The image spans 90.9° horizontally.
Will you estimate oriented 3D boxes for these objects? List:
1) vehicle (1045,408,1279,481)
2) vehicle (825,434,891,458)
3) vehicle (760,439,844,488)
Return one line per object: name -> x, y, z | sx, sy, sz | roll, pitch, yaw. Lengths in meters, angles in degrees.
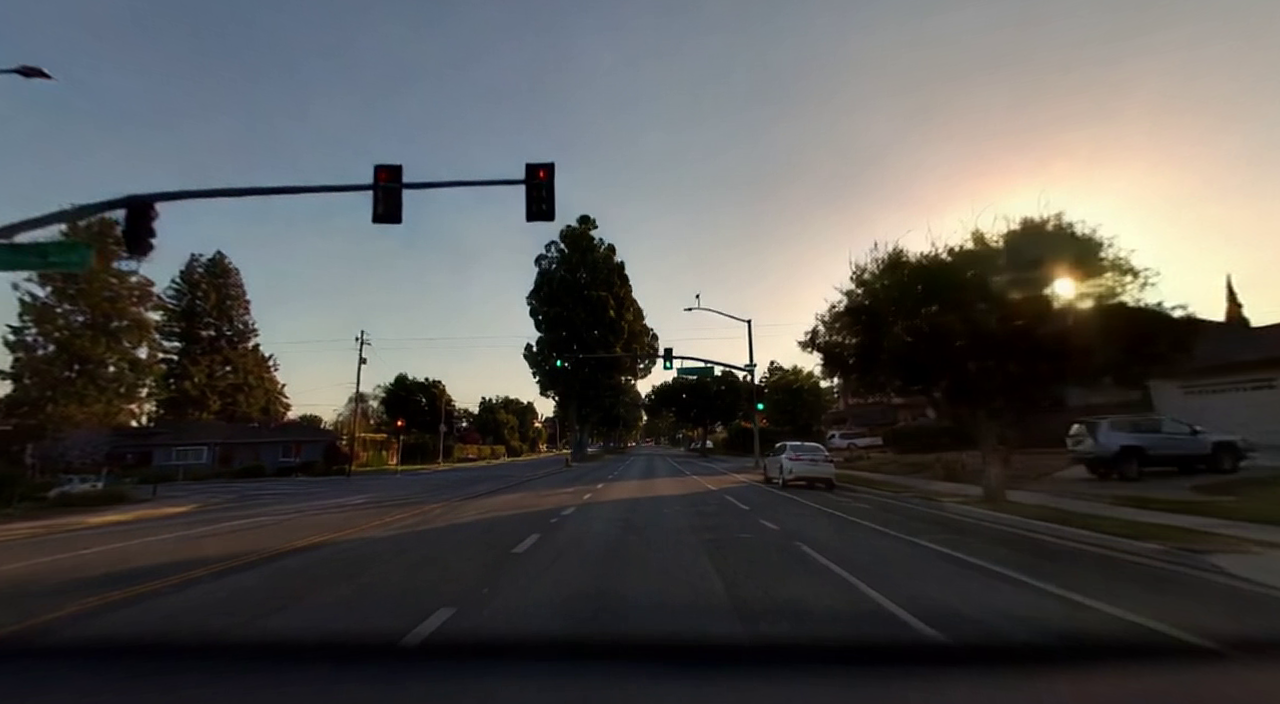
vehicle -> 13.319, 2.361, 16.055 | 4.474, 1.710, 2.148 | 0, -8, 1
vehicle -> 14.870, 6.419, 43.174 | 3.769, 1.598, 1.987 | 0, -8, 1
vehicle -> 5.673, 3.936, 22.582 | 1.950, 1.567, 4.083 | 0, -8, 1
